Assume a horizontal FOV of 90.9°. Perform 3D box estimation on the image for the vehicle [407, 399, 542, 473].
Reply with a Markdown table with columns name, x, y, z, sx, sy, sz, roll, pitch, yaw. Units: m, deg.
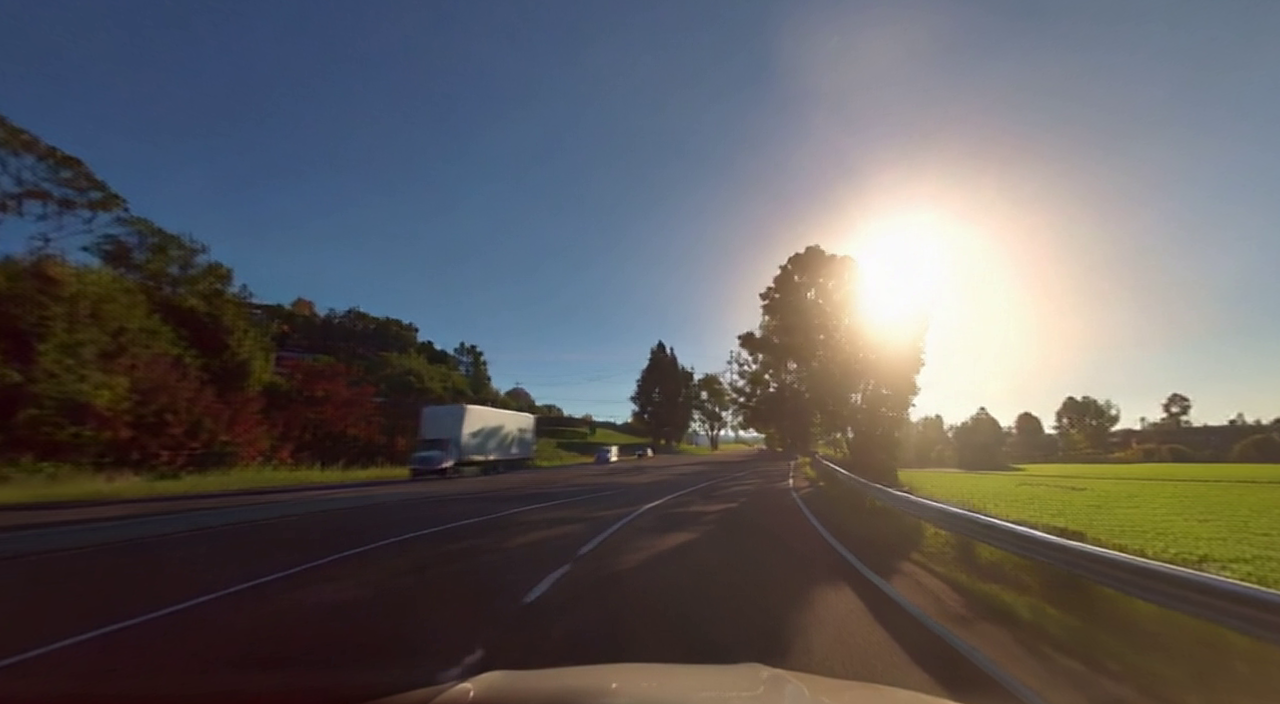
| name | x | y | z | sx | sy | sz | roll | pitch | yaw |
| --- | --- | --- | --- | --- | --- | --- | --- | --- | --- |
| vehicle | -8.730 | 4.774 | 34.892 | 2.965 | 3.507 | 9.019 | -3 | -9 | 16 |

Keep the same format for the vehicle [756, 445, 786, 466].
| name | x | y | z | sx | sy | sz | roll | pitch | yaw |
| --- | --- | --- | --- | --- | --- | --- | --- | --- | --- |
| vehicle | 9.312 | 7.298 | 44.581 | 1.807 | 1.427 | 3.645 | -3 | -9 | 16 |
